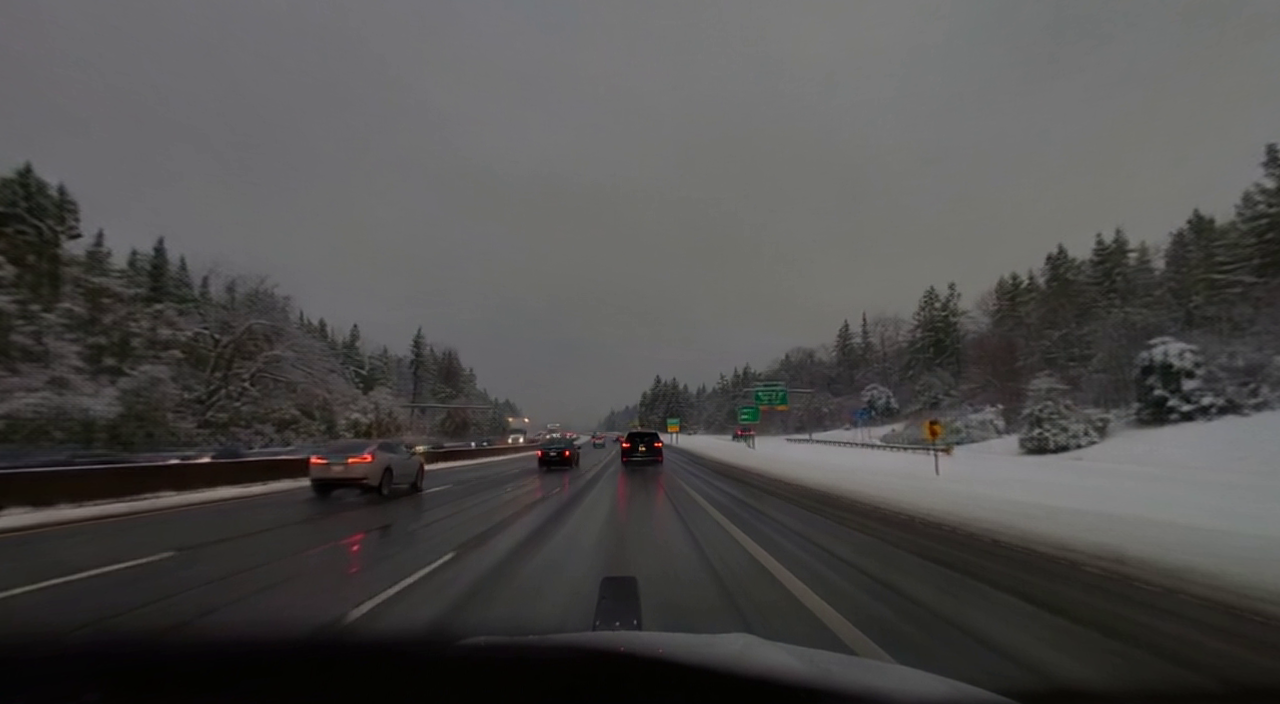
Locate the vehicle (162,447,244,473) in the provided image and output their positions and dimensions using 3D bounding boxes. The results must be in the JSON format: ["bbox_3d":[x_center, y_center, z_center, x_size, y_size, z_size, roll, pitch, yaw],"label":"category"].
[{"bbox_3d":[-25.661,6.359,37.324,1.752,1.419,4.340,0,-8,0],"label":"vehicle"}]

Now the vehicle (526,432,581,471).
[{"bbox_3d":[-4.113,4.817,30.780,2.044,1.717,4.421,0,-8,0],"label":"vehicle"}]

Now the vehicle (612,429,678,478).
[{"bbox_3d":[0.149,4.003,25.178,2.378,1.750,4.355,0,-8,-1],"label":"vehicle"}]

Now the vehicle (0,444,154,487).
[{"bbox_3d":[-21.568,4.325,24.525,1.889,1.475,4.455,0,-8,0],"label":"vehicle"}]

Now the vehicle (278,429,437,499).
[{"bbox_3d":[-7.507,3.031,17.472,2.195,1.652,4.733,0,-8,0],"label":"vehicle"}]
